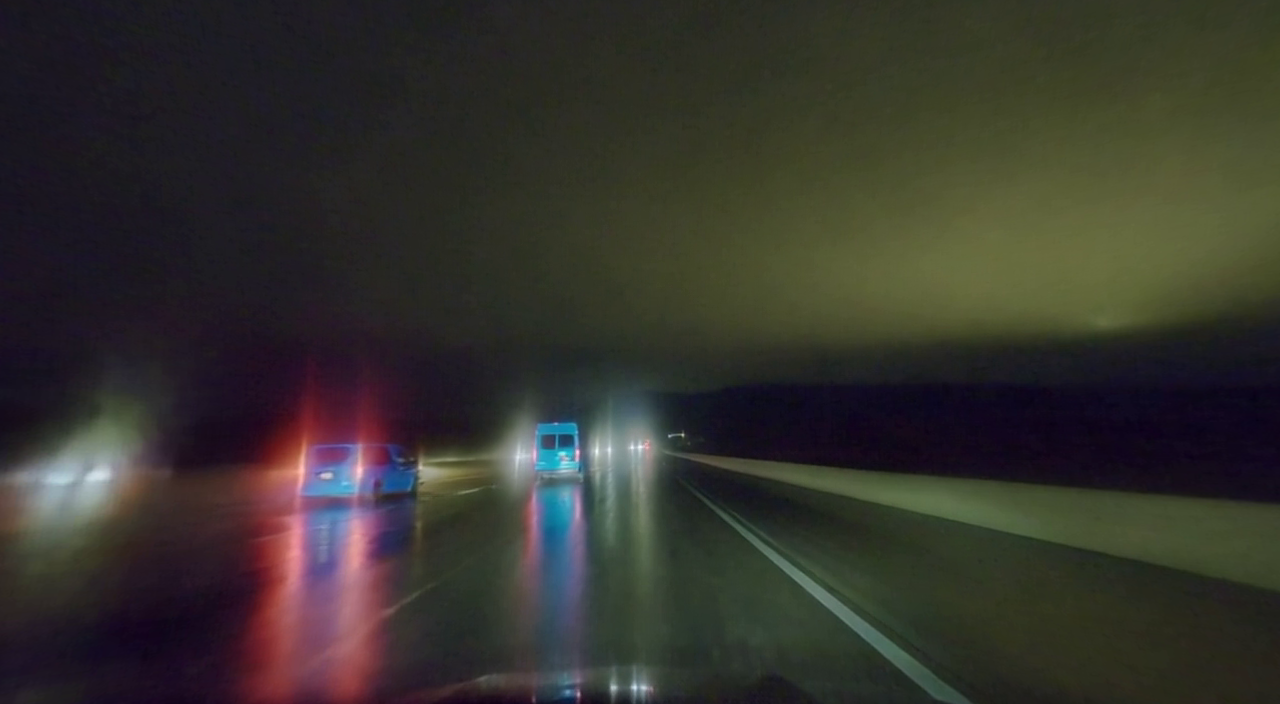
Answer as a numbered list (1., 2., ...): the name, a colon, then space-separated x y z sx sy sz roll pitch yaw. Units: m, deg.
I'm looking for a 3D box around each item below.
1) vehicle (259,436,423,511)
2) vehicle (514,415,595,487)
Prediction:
1. vehicle: -7.553 3.100 16.540 2.164 1.664 4.252 0 -9 0
2. vehicle: -3.284 4.019 25.640 2.437 2.565 5.829 0 -9 1
